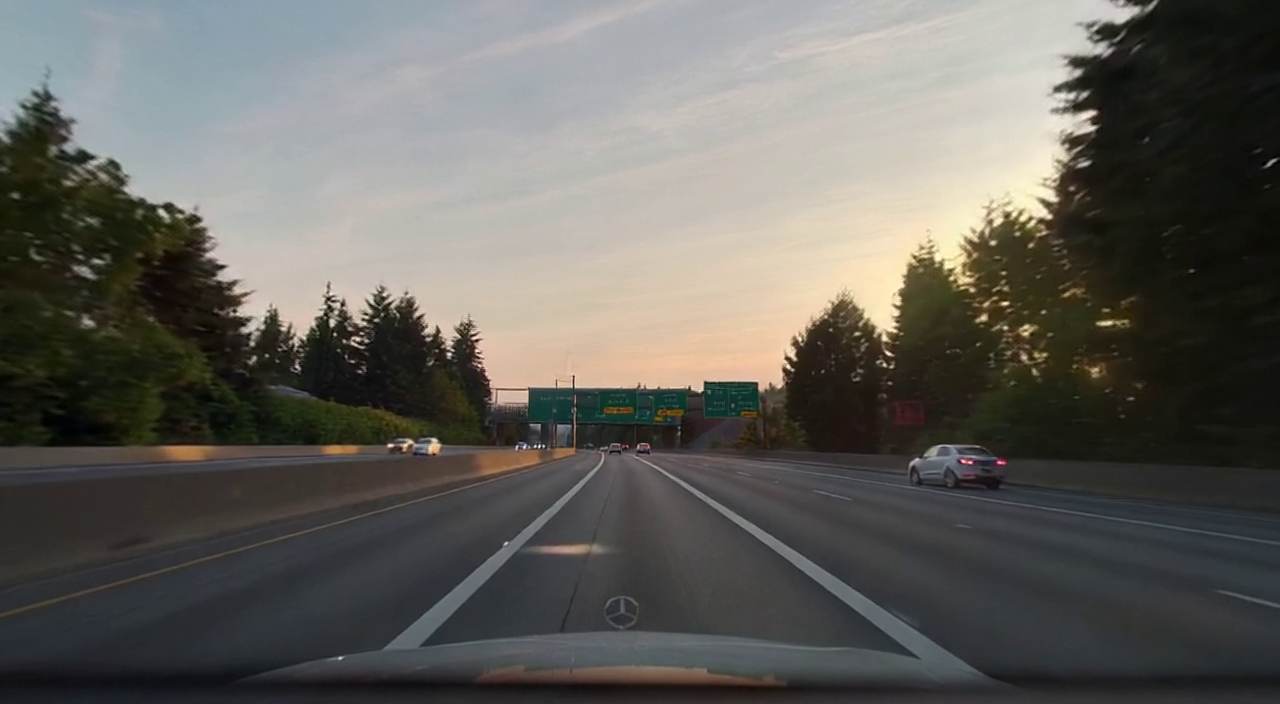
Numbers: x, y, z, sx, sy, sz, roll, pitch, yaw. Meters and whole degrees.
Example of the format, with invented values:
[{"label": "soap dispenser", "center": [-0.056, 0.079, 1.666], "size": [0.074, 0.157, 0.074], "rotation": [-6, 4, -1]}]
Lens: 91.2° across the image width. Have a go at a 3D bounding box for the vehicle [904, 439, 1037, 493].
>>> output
[{"label": "vehicle", "center": [9.833, 3.409, 19.022], "size": [1.853, 1.463, 3.780], "rotation": [0, -9, -2]}]
